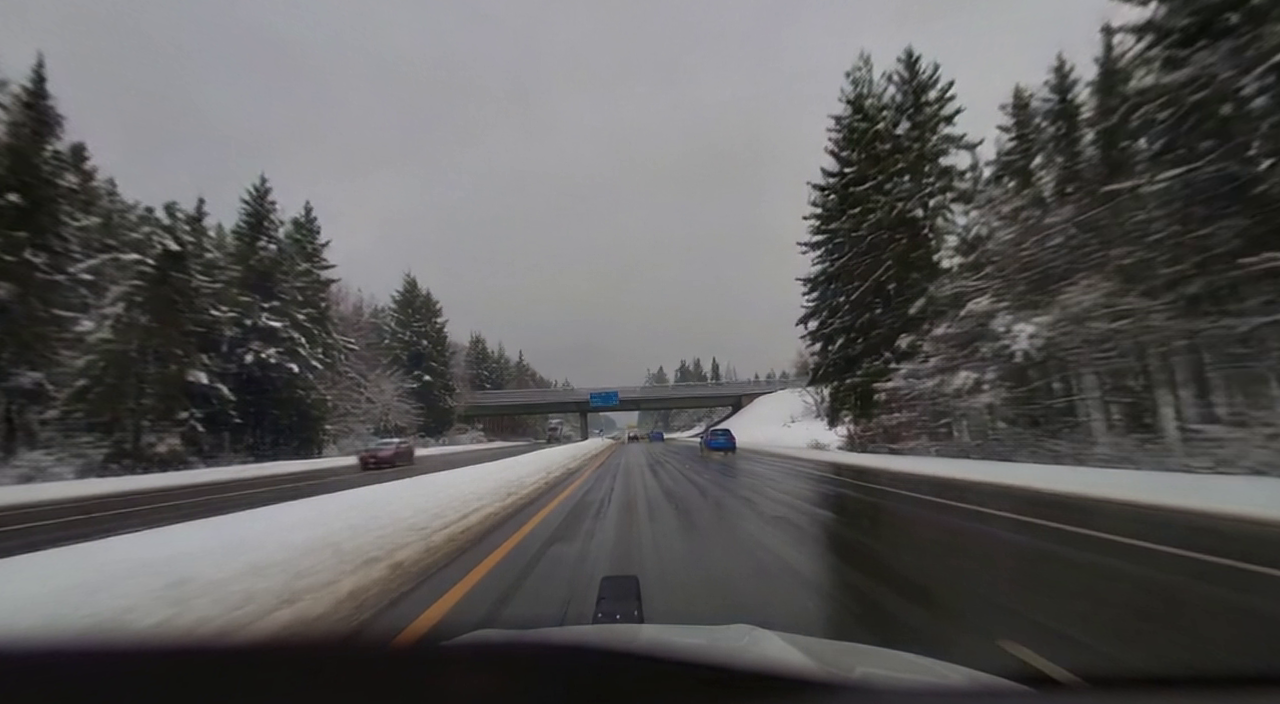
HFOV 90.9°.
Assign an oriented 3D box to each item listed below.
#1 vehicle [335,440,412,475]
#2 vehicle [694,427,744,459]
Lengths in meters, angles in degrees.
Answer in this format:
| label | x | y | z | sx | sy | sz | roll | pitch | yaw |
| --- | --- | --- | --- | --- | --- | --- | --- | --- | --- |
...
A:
| label | x | y | z | sx | sy | sz | roll | pitch | yaw |
| --- | --- | --- | --- | --- | --- | --- | --- | --- | --- |
| vehicle | -12.586 | 4.964 | 30.073 | 1.852 | 1.492 | 4.463 | 0 | -8 | -1 |
| vehicle | 4.294 | 4.982 | 34.741 | 2.073 | 1.651 | 4.065 | 0 | -8 | -2 |
